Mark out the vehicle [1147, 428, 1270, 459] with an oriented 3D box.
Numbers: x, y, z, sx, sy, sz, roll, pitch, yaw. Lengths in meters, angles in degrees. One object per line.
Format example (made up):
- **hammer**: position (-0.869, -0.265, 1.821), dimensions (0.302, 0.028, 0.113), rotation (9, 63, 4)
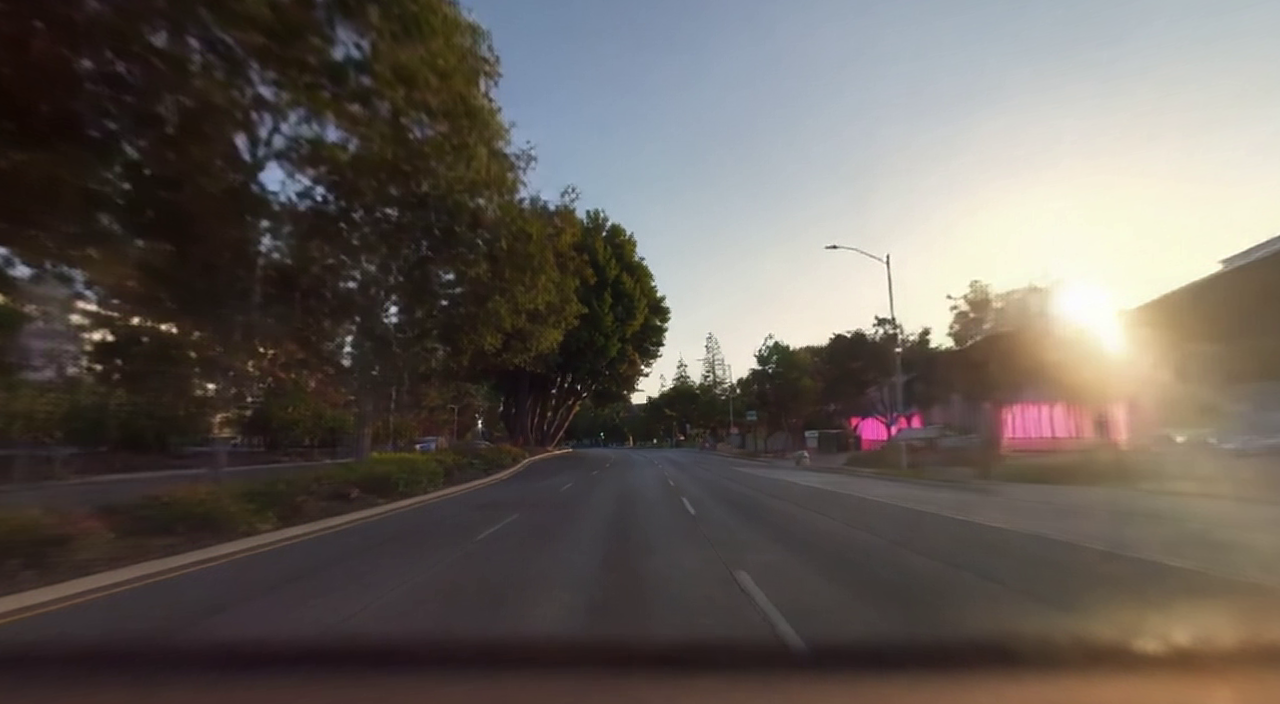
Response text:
- **vehicle**: position (36.374, 5.887, 40.503), dimensions (5.218, 1.927, 2.387), rotation (-1, -9, 10)
